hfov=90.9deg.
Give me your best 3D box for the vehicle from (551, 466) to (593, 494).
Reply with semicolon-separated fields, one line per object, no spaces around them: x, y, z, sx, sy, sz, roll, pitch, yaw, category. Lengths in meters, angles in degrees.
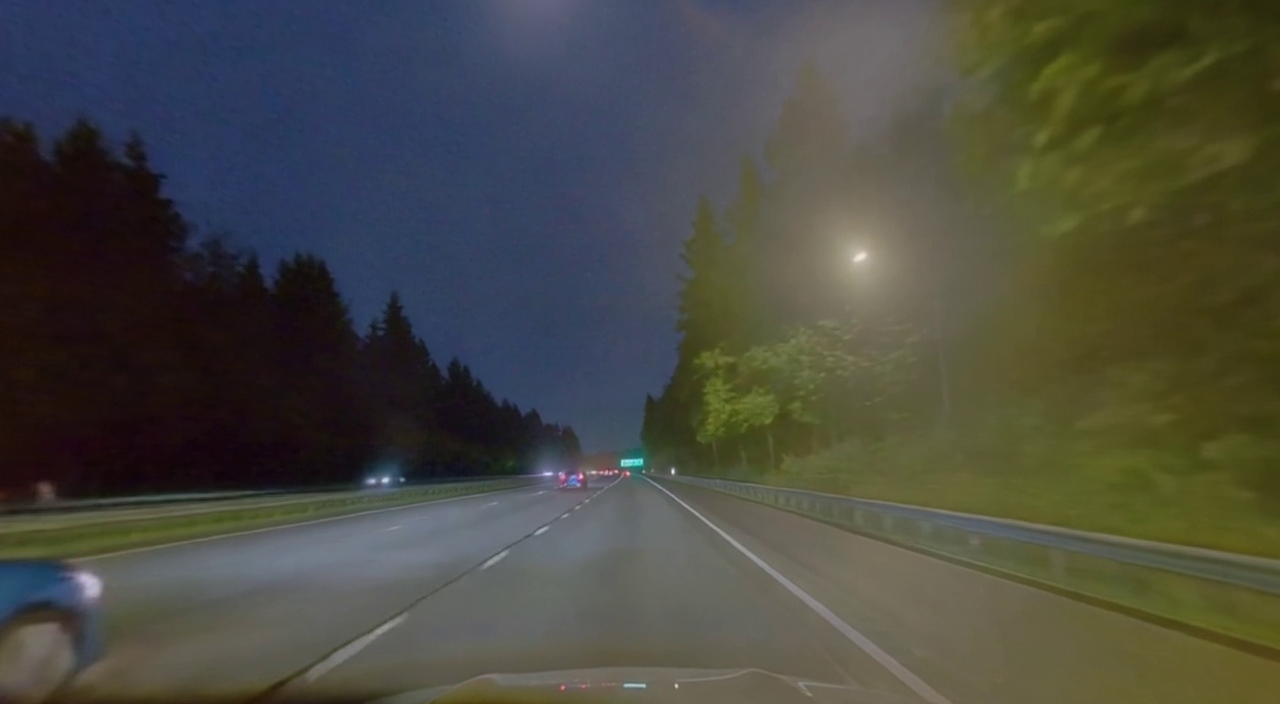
-3.938;7.488;37.077;1.954;1.509;4.094;1;-10;1;vehicle
